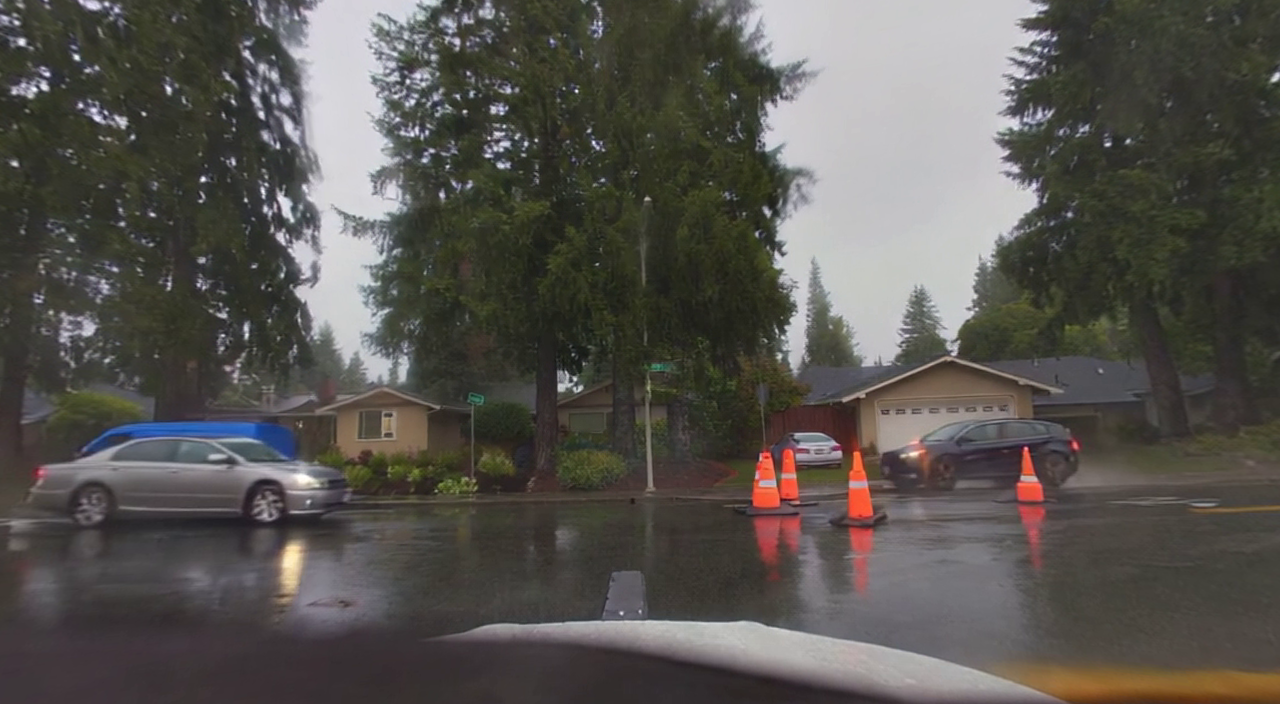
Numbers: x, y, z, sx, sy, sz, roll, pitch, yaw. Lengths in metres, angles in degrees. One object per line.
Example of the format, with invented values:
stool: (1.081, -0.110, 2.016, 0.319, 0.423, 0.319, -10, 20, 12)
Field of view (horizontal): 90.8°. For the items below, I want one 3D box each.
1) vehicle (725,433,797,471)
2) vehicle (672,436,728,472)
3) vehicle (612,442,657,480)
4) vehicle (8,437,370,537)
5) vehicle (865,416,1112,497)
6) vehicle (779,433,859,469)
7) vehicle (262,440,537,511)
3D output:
vehicle: (5.337, 4.483, 28.485, 2.007, 1.555, 4.204, 1, -9, -7)
vehicle: (2.598, 4.564, 28.387, 1.745, 1.461, 4.074, 1, -9, -5)
vehicle: (-0.304, 4.775, 27.928, 1.648, 1.430, 3.654, 4, -9, -4)
vehicle: (-7.565, 2.286, 11.058, 4.684, 1.556, 2.087, 0, -8, -1)
vehicle: (8.620, 2.610, 15.955, 5.047, 1.851, 2.103, 1, -9, -5)
vehicle: (8.060, 4.517, 28.922, 1.893, 1.529, 4.422, 1, -9, -7)
vehicle: (-6.398, 3.406, 17.853, 6.643, 1.777, 2.925, 1, -9, -5)
